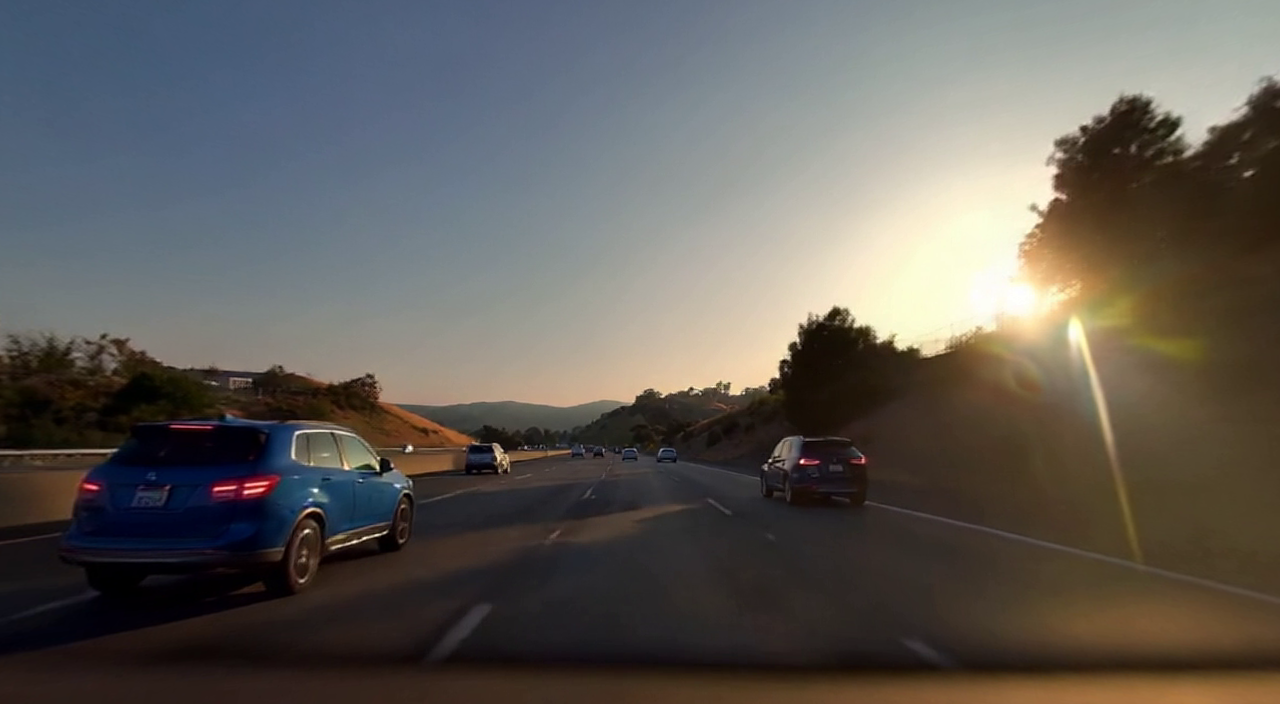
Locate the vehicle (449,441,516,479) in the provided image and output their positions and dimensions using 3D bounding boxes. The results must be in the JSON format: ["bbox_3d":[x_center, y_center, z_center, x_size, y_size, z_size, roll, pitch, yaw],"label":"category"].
[{"bbox_3d":[-7.760,5.354,31.518,2.095,1.696,4.680,-1,-9,1],"label":"vehicle"}]

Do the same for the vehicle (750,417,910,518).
[{"bbox_3d":[4.007,2.550,14.304,2.153,1.860,4.689,-1,-9,0],"label":"vehicle"}]

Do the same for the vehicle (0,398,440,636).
[{"bbox_3d":[-4.096,1.581,7.012,2.214,1.743,4.465,-1,-9,1],"label":"vehicle"}]
